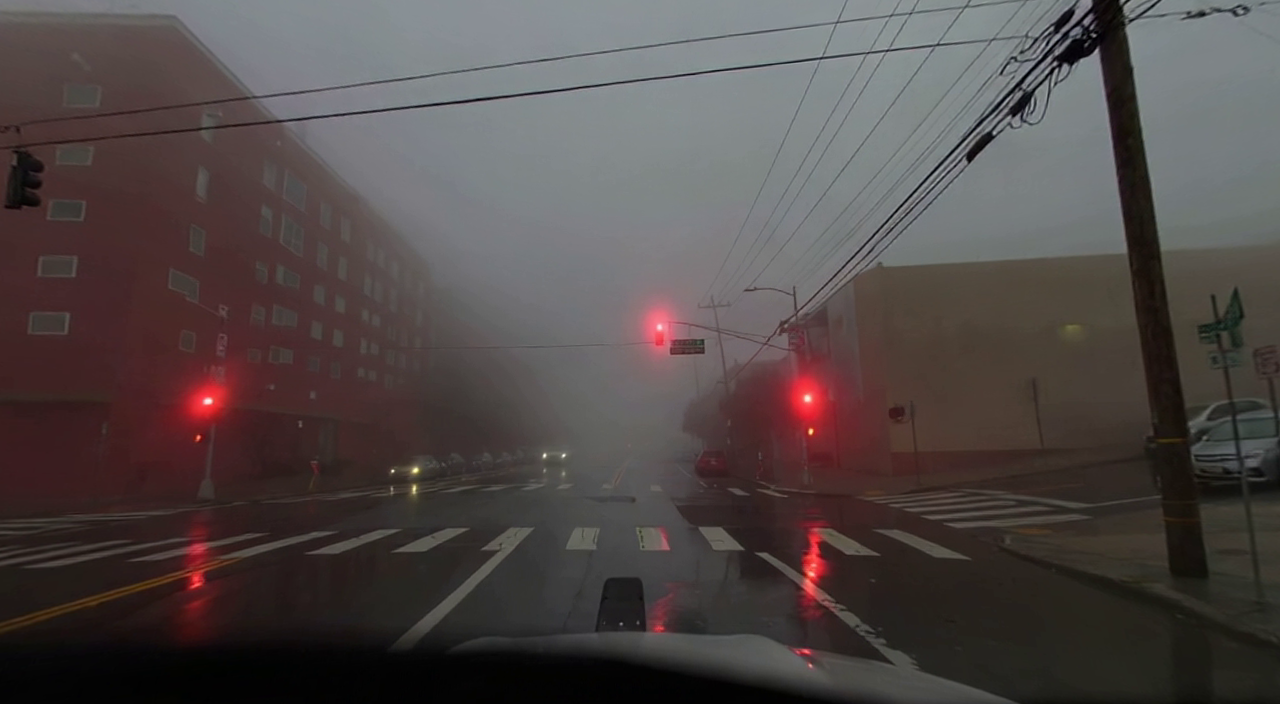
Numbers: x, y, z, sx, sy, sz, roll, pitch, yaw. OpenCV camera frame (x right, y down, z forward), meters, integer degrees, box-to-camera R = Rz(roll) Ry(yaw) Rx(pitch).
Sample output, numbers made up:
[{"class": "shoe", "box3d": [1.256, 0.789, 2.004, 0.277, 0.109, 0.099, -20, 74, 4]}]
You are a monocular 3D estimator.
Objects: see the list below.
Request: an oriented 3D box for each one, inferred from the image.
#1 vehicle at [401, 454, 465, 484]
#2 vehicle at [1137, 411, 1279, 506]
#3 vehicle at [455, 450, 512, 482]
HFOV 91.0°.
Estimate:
[{"class": "vehicle", "box3d": [-11.995, 6.774, 36.832, 1.943, 1.574, 4.727, 0, -9, 3]}, {"class": "vehicle", "box3d": [12.688, 2.141, 12.890, 3.234, 1.746, 1.941, -2, -10, 2]}, {"class": "vehicle", "box3d": [-8.704, 6.330, 35.301, 2.020, 1.672, 3.842, 0, -9, 3]}]
